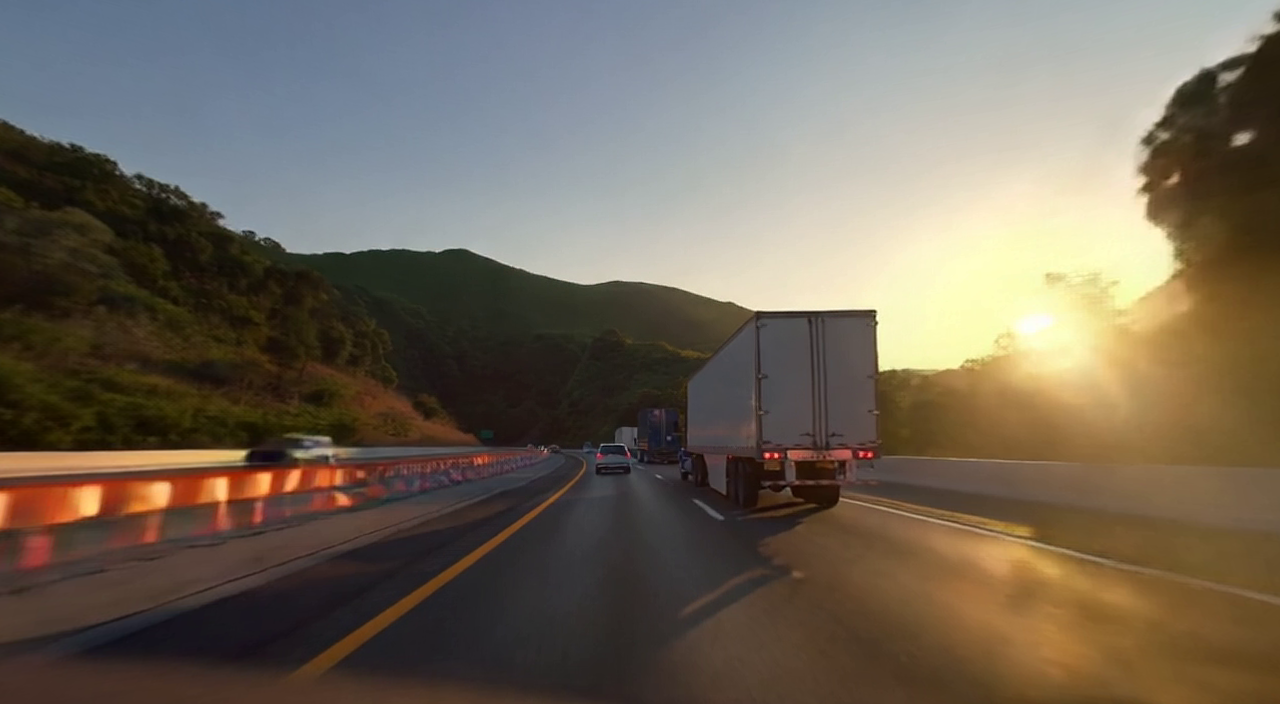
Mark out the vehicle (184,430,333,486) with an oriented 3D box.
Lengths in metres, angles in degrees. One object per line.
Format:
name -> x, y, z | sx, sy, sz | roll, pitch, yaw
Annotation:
vehicle -> -11.392, 3.211, 19.281 | 1.882, 1.490, 4.346 | 0, -9, -1

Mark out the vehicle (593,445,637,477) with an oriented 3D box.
vehicle -> -1.238, 5.242, 30.644 | 2.029, 1.437, 3.794 | 0, -9, -3

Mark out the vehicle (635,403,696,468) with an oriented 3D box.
vehicle -> 1.586, 6.376, 47.048 | 2.826, 4.050, 13.845 | 1, -9, -5

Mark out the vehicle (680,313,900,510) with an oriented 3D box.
vehicle -> 3.540, 2.314, 20.387 | 2.911, 4.099, 14.578 | 0, -9, -3
